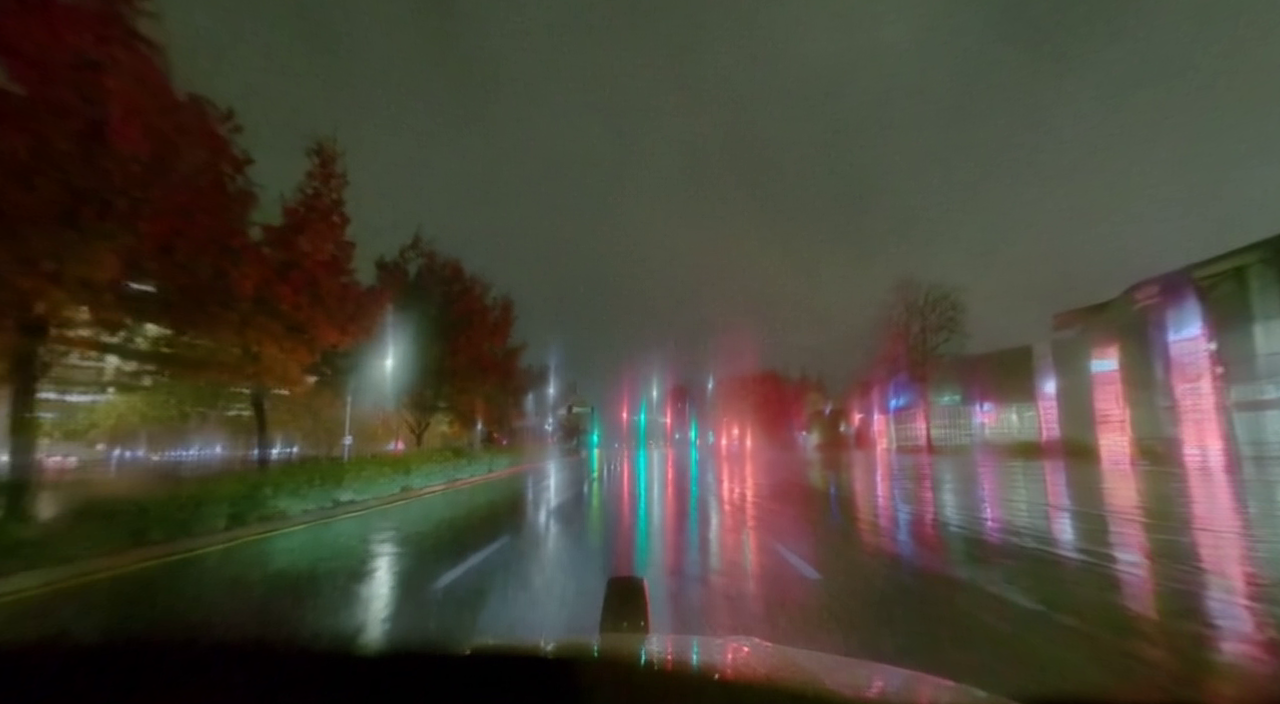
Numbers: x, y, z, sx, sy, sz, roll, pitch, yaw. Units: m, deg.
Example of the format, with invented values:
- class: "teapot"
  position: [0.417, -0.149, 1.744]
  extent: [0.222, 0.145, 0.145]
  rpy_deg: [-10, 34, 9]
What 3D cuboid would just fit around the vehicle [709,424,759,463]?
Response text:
- class: "vehicle"
  position: [6.731, 6.624, 45.781]
  extent: [2.762, 2.607, 6.182]
  rpy_deg: [0, -8, 1]
